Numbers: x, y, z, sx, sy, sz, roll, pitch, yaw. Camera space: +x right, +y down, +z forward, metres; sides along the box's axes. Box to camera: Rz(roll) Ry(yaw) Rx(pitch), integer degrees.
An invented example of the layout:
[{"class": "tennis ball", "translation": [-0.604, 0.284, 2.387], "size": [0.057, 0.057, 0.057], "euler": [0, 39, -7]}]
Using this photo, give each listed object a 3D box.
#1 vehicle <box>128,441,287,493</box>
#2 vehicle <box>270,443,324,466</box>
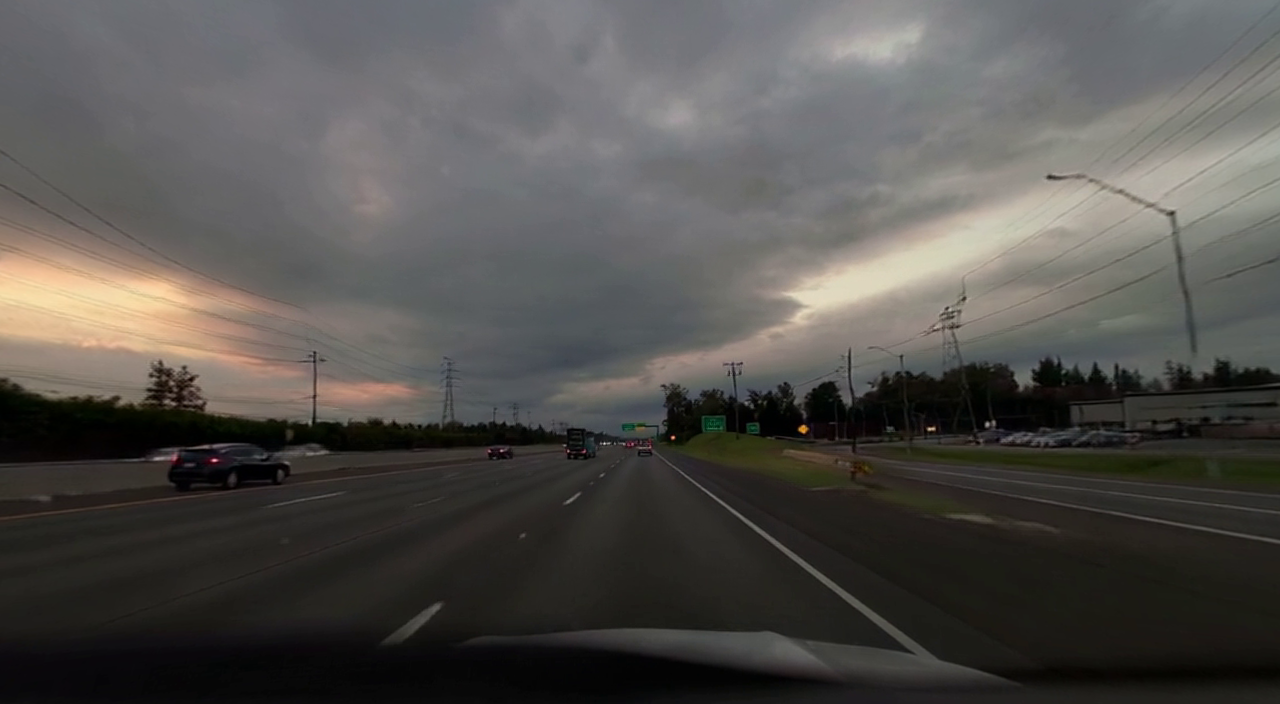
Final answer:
[{"class": "vehicle", "translation": [-13.778, 3.650, 20.487], "size": [1.988, 1.477, 4.442], "euler": [0, -8, 0]}, {"class": "vehicle", "translation": [-22.758, 6.792, 41.969], "size": [1.566, 1.433, 3.548], "euler": [-2, -9, 1]}]
